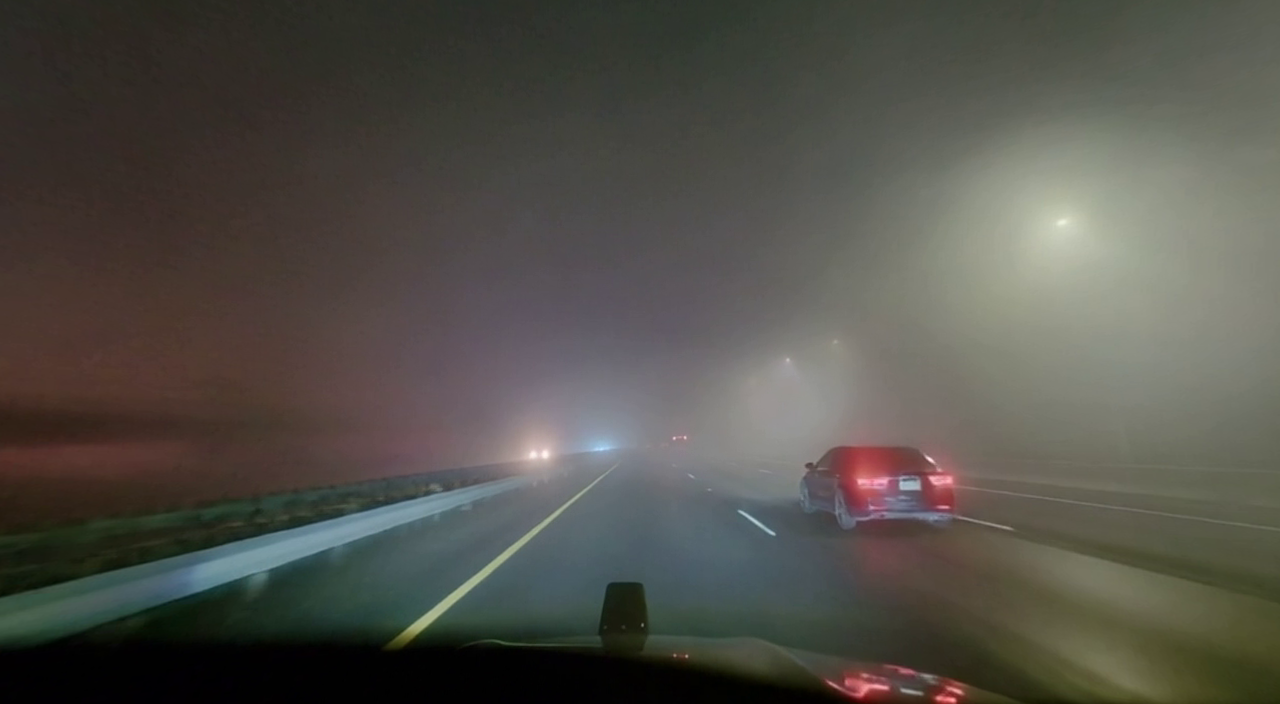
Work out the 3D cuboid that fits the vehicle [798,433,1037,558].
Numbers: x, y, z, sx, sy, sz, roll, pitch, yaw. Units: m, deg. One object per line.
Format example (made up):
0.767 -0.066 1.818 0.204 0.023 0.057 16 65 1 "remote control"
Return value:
3.669 1.926 9.184 1.683 1.400 3.868 0 -8 -1 "vehicle"
